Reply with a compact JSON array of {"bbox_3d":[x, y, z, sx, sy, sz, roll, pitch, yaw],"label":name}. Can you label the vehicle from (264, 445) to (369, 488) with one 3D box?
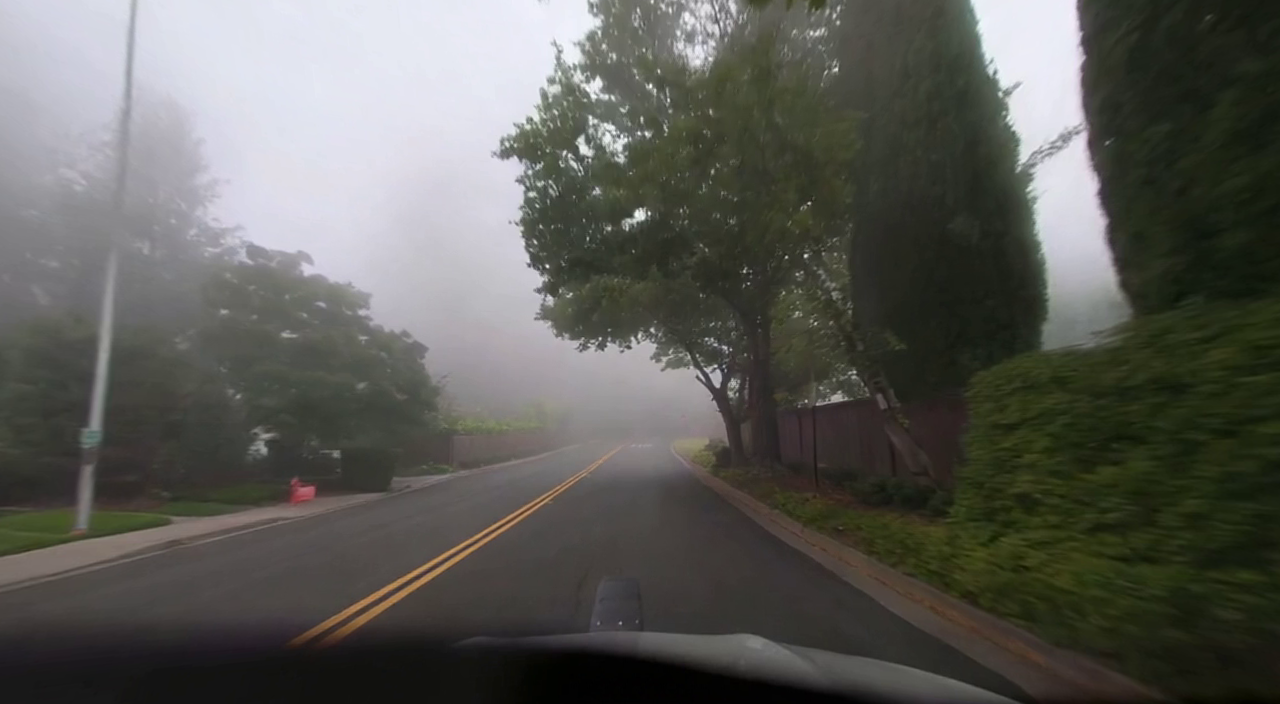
[{"bbox_3d":[-14.847,5.248,29.397,2.305,1.793,4.883,0,-8,0],"label":"vehicle"}]
